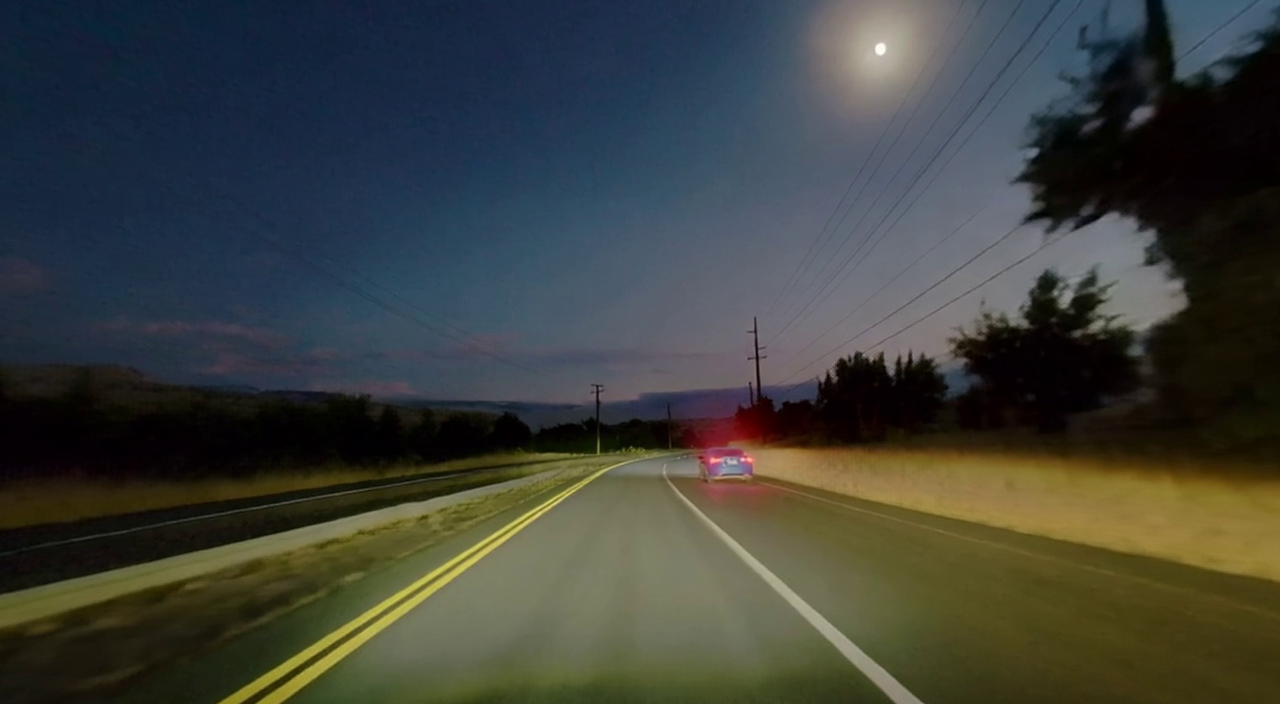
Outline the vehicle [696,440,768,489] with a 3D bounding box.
[{"bbox_3d":[3.436,4.303,24.446,2.135,1.692,4.185,0,-9,0],"label":"vehicle"}]
